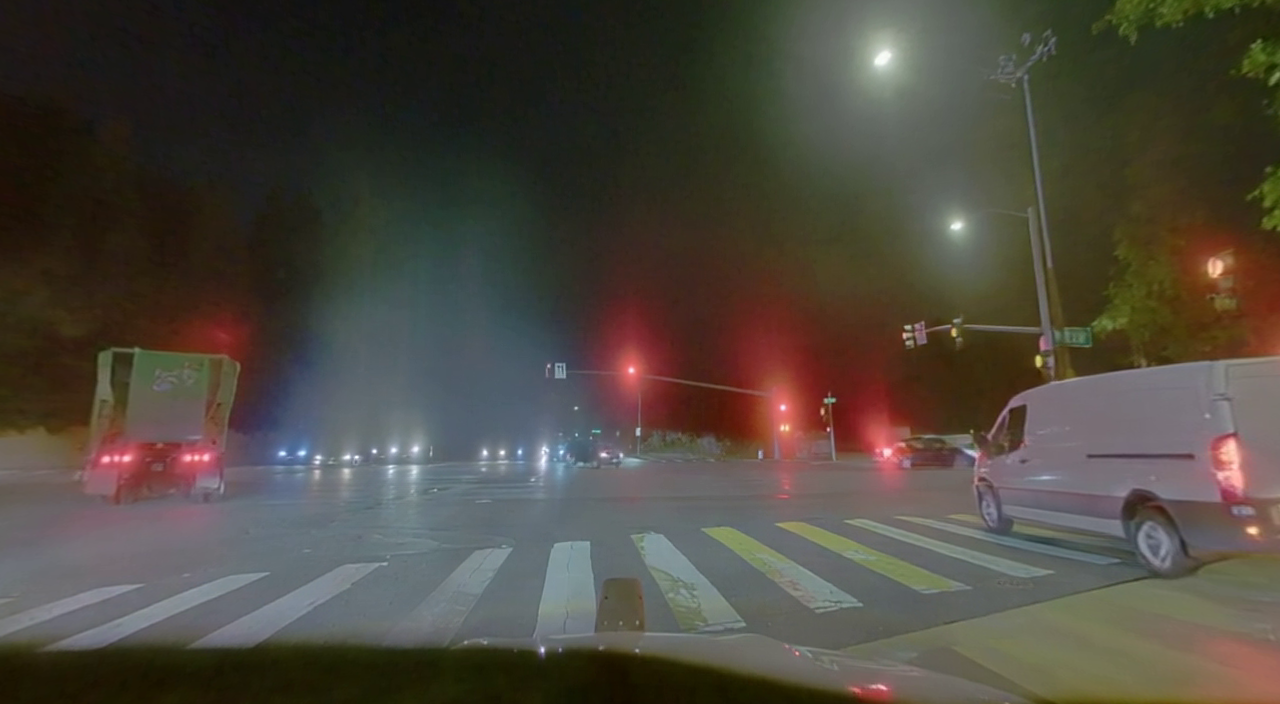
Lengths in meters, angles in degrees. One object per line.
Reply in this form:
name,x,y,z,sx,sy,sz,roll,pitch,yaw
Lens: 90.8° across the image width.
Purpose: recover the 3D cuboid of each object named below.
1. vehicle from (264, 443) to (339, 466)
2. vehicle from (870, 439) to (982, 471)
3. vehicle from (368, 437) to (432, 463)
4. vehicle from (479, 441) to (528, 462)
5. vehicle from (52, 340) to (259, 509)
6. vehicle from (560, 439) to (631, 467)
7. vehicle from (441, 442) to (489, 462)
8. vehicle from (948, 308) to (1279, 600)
vehicle,-21.829,6.641,40.992,1.859,1.415,4.591,-1,-9,8
vehicle,13.671,4.928,30.345,4.487,1.415,1.911,1,-9,-7
vehicle,-17.380,7.148,45.996,2.189,1.753,4.785,-1,-9,8
vehicle,-10.145,7.466,47.388,2.097,1.484,4.596,-1,-9,7
vehicle,-11.674,1.908,15.821,3.112,3.230,6.726,6,-10,-33
vehicle,-2.709,5.974,37.485,2.086,1.487,4.846,5,-10,-32
vehicle,-13.183,7.593,47.853,1.845,1.426,4.289,-1,-9,8
vehicle,6.546,1.250,8.072,2.332,2.511,5.326,0,-9,-2
